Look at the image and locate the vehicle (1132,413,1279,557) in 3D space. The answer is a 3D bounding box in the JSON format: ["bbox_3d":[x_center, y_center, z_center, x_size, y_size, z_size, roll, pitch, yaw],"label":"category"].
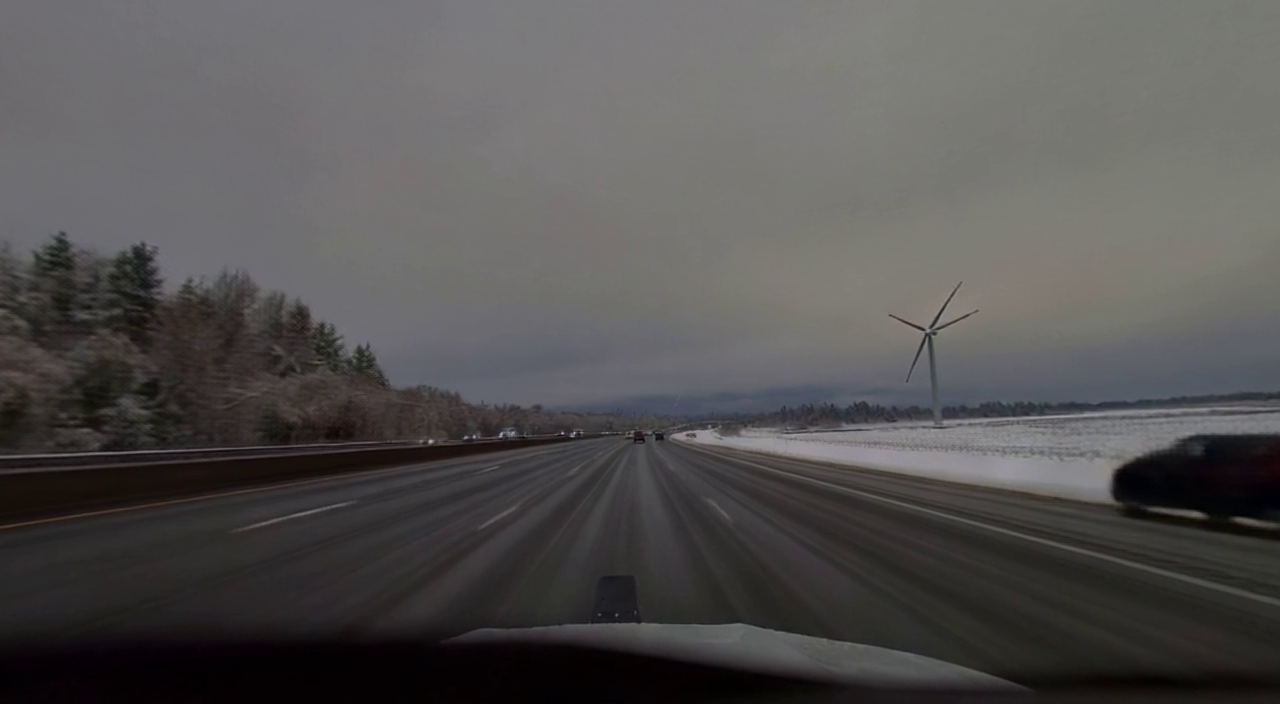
[{"bbox_3d":[7.934,1.497,7.242,1.926,1.559,2.968,1,-8,-7],"label":"vehicle"}]
